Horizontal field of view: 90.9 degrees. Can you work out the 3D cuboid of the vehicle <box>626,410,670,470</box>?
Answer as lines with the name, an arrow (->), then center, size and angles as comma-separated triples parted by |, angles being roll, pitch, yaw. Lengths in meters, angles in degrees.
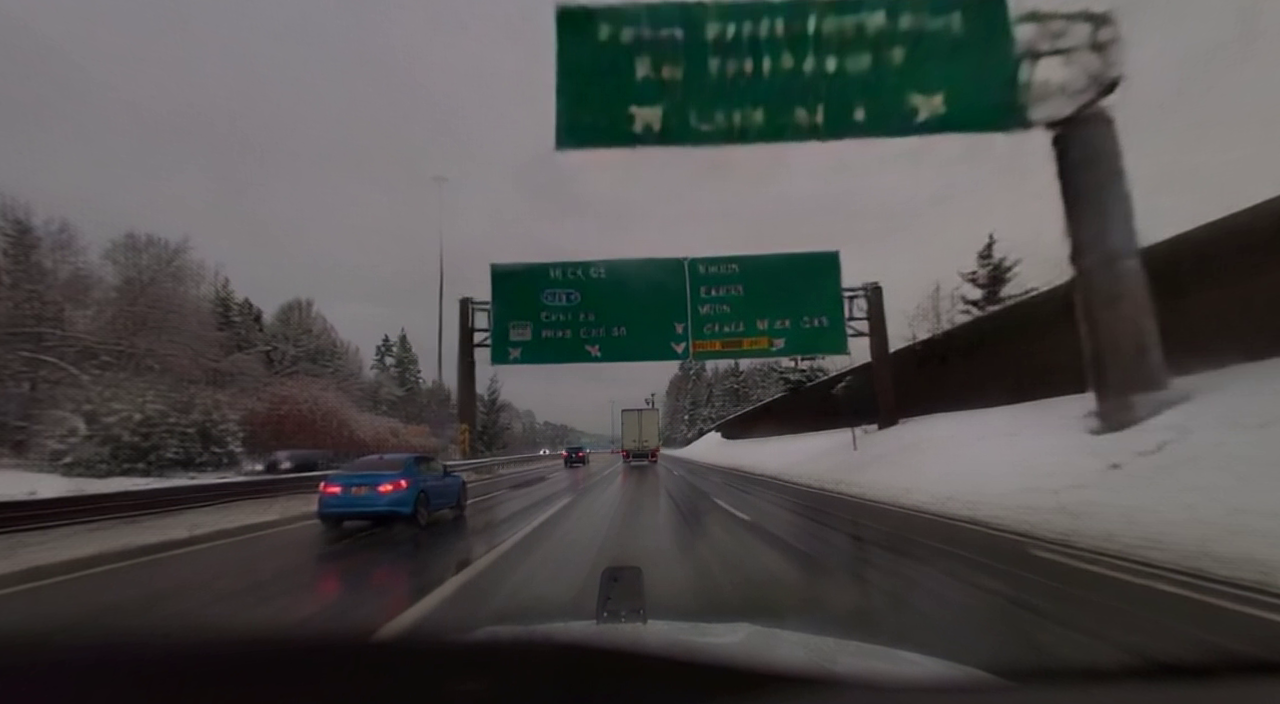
vehicle -> 0.563, 6.721, 48.034 | 2.980, 4.051, 10.359 | 0, -9, 0

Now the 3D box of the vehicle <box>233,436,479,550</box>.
vehicle -> -4.345, 2.216, 10.698 | 1.977, 1.478, 4.702 | 0, -9, 0

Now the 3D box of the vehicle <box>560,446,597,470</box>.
vehicle -> -4.046, 7.015, 41.950 | 1.974, 1.531, 4.429 | 0, -9, 0
